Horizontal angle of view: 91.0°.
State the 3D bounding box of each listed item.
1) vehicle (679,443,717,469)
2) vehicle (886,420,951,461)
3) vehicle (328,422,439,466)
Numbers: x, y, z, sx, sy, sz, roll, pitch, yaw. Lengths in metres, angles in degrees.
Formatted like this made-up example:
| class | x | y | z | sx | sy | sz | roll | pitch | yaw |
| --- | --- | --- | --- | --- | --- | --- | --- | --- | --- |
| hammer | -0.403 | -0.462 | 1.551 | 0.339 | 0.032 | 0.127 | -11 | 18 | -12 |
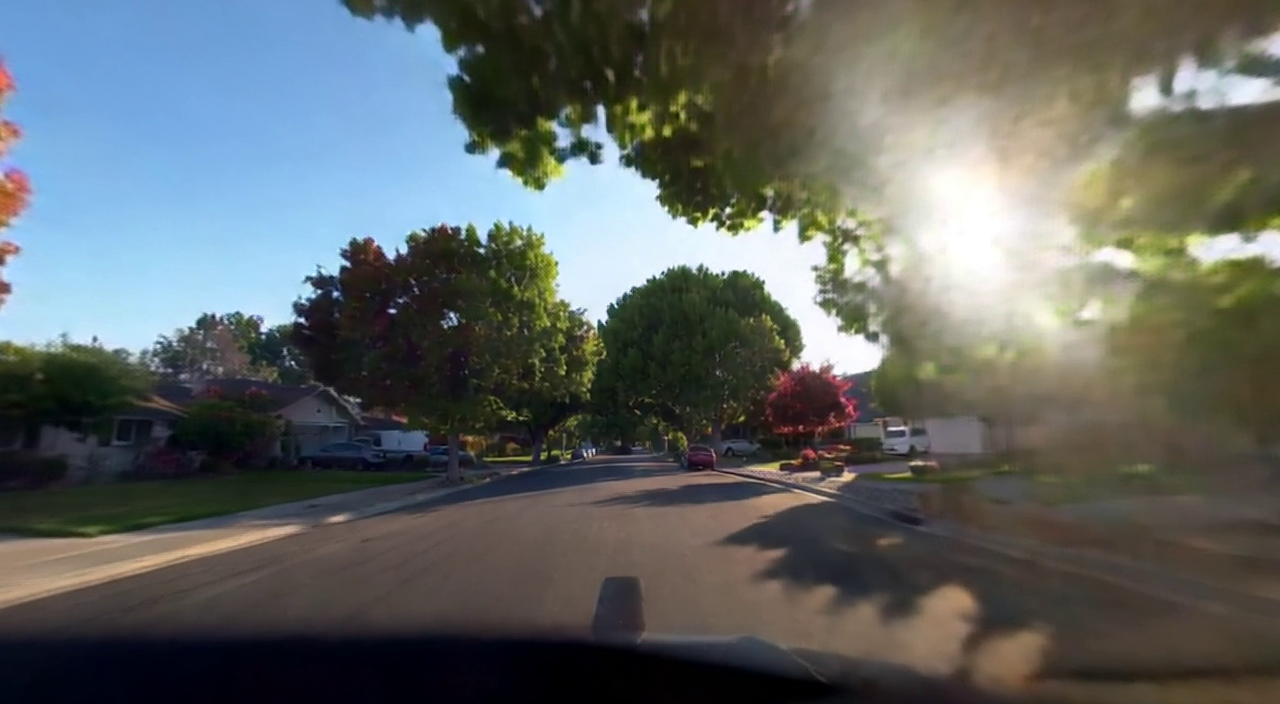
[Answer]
| class | x | y | z | sx | sy | sz | roll | pitch | yaw |
| --- | --- | --- | --- | --- | --- | --- | --- | --- | --- |
| vehicle | 3.572 | 6.508 | 39.554 | 2.011 | 1.521 | 4.292 | 0 | -9 | 1 |
| vehicle | 14.633 | 4.650 | 32.946 | 2.222 | 1.963 | 4.670 | -6 | -10 | 33 |
| vehicle | -17.175 | 6.213 | 42.396 | 6.381 | 2.645 | 2.703 | -3 | -9 | 9 |
